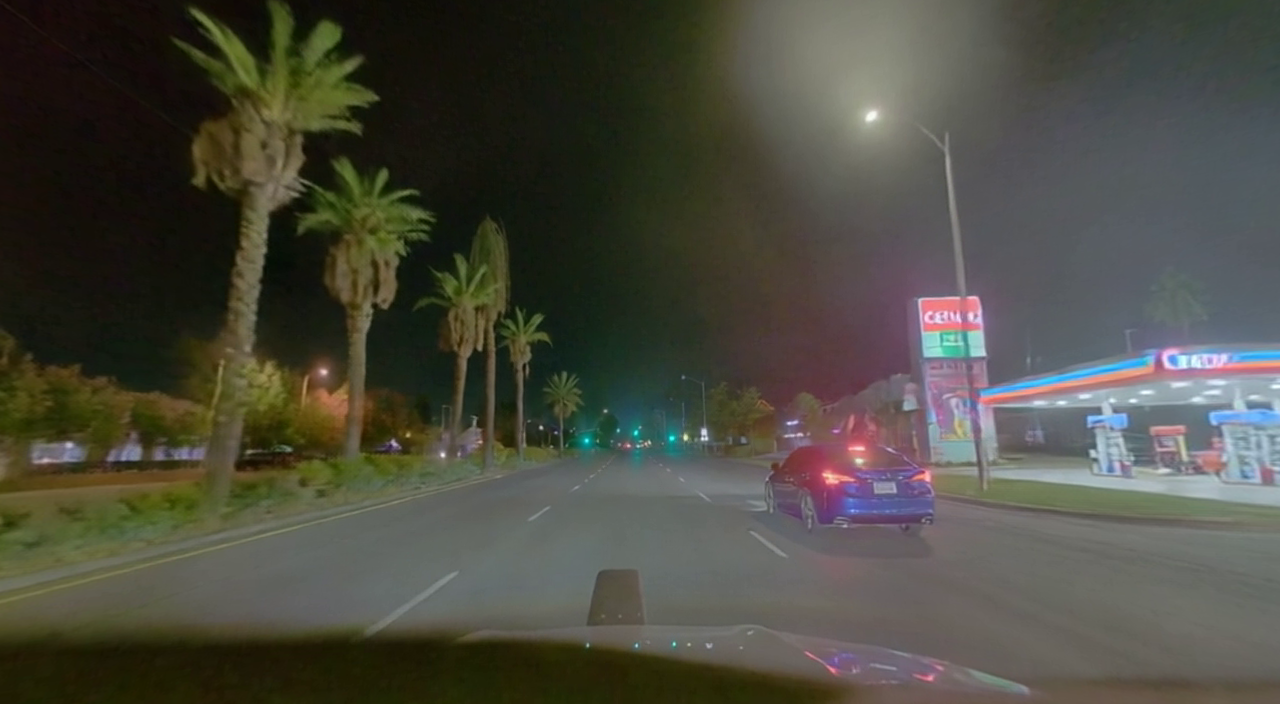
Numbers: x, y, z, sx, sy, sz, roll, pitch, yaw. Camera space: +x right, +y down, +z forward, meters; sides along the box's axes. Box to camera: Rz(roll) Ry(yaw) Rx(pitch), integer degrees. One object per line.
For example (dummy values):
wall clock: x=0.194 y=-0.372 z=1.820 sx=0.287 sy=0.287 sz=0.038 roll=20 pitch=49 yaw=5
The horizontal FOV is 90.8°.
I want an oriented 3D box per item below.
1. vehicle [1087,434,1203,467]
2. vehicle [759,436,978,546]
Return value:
vehicle: x=32.326 y=6.292 z=40.547 sx=5.339 sy=1.812 sz=2.175 roll=-3 pitch=-9 yaw=3
vehicle: x=3.467 y=2.167 z=10.616 sx=1.978 sy=1.442 sz=4.262 roll=0 pitch=-8 yaw=-2
